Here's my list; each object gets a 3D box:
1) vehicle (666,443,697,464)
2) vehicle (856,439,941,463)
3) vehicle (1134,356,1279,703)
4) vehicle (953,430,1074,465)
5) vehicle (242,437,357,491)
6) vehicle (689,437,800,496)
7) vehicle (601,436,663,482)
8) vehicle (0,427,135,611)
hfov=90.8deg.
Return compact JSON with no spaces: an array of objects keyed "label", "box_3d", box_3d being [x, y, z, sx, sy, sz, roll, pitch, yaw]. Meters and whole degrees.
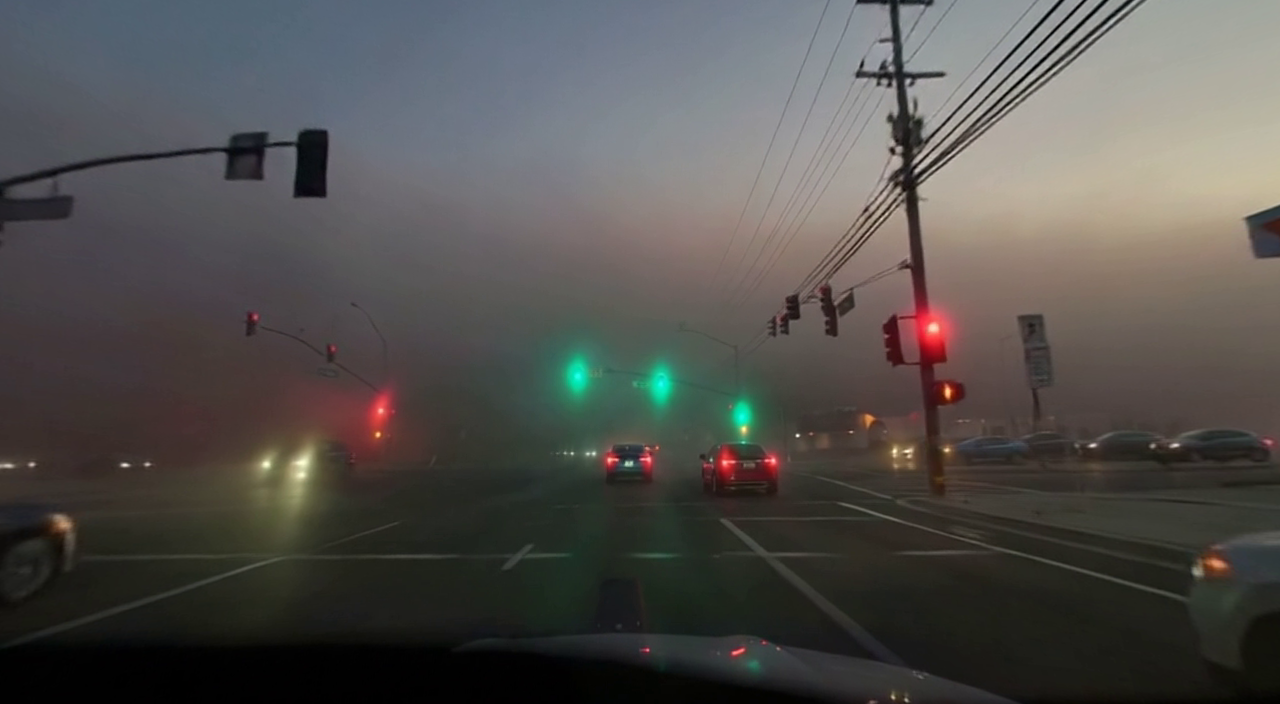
[{"label":"vehicle","box_3d":[3.075,7.668,47.766,1.971,1.477,4.121,0,-8,-1]},{"label":"vehicle","box_3d":[16.885,6.477,41.393,4.749,1.465,1.938,0,-9,-3]},{"label":"vehicle","box_3d":[3.776,0.615,0.866,2.452,1.682,4.565,0,-8,0]},{"label":"vehicle","box_3d":[17.350,4.444,29.467,4.436,1.503,1.844,0,-9,-2]},{"label":"vehicle","box_3d":[-14.424,4.757,27.160,2.233,2.072,4.813,0,-8,0]},{"label":"vehicle","box_3d":[2.780,3.184,17.998,2.208,1.436,4.542,0,-8,-3]},{"label":"vehicle","box_3d":[-0.304,3.827,22.840,2.065,1.484,3.894,0,-8,-1]},{"label":"vehicle","box_3d":[-6.222,1.236,4.299,2.075,1.470,4.190,0,-8,0]}]
